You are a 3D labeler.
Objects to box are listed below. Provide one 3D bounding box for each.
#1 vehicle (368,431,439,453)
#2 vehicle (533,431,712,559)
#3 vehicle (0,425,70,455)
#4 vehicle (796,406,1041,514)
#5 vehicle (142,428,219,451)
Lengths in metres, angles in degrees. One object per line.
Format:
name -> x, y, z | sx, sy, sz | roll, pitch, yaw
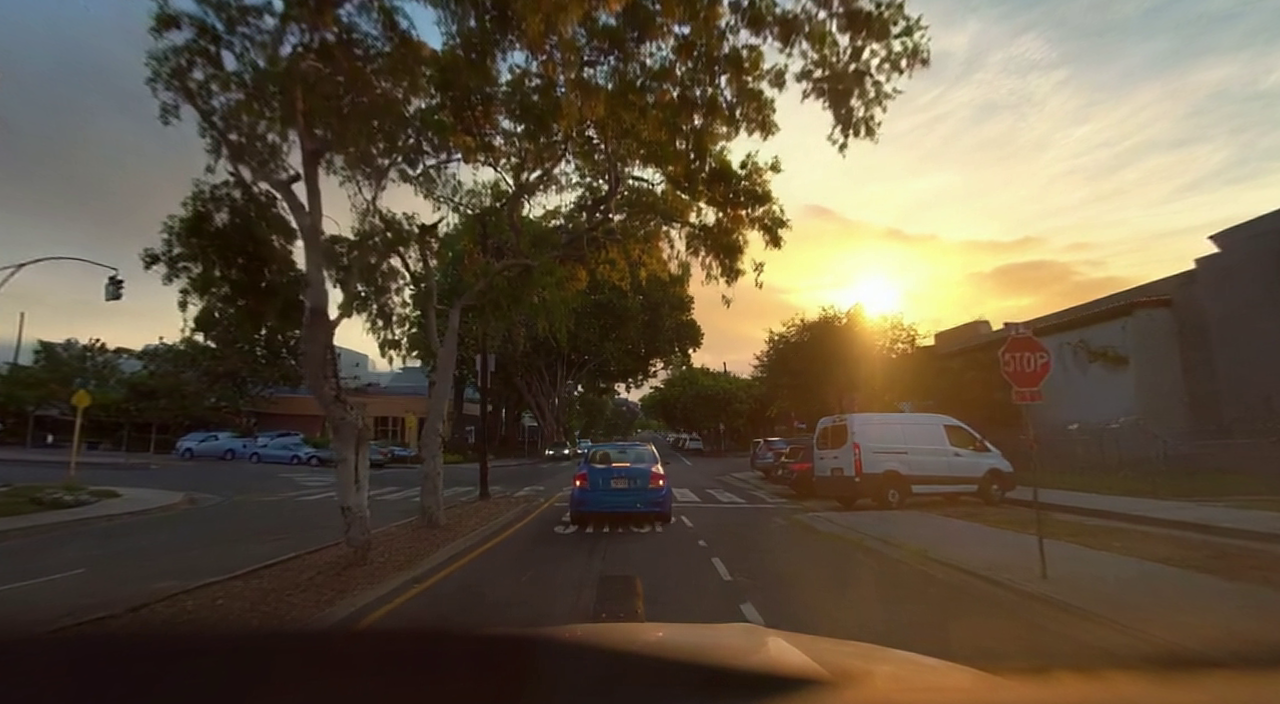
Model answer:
vehicle -> -18.610, 7.133, 49.911 | 4.892, 1.679, 1.927 | 1, -9, -7
vehicle -> -0.268, 1.987, 9.606 | 2.065, 1.450, 4.522 | 0, -8, -2
vehicle -> -32.033, 4.477, 32.086 | 4.006, 1.491, 2.007 | 1, -9, -5
vehicle -> 6.547, 2.470, 14.816 | 5.385, 2.146, 2.143 | 4, -9, -26
vehicle -> -32.051, 6.106, 44.151 | 3.915, 1.574, 1.850 | 0, -9, 2
